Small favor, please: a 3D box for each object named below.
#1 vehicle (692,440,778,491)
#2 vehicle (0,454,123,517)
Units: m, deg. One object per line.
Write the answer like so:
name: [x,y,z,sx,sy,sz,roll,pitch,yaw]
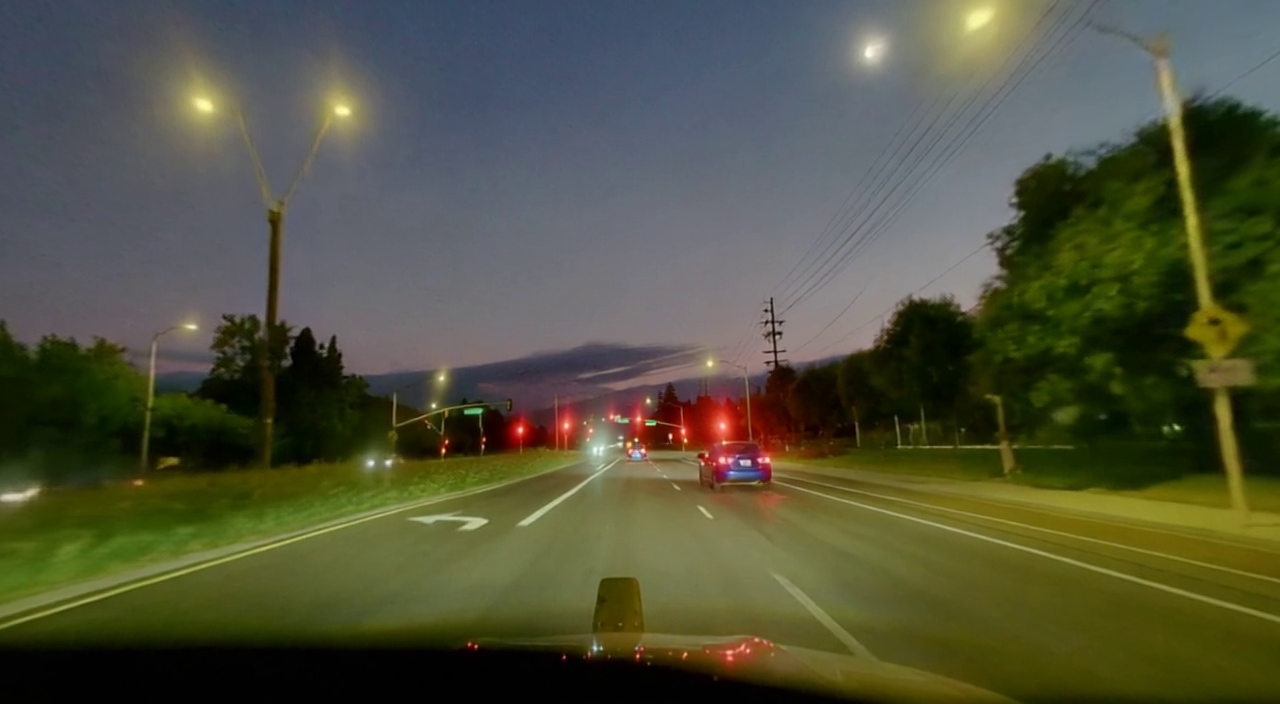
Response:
vehicle: [2.924,3.613,20.499,2.004,1.448,4.263,0,-9,-2]
vehicle: [-20.259,4.349,20.931,1.969,1.818,4.889,0,-8,1]
